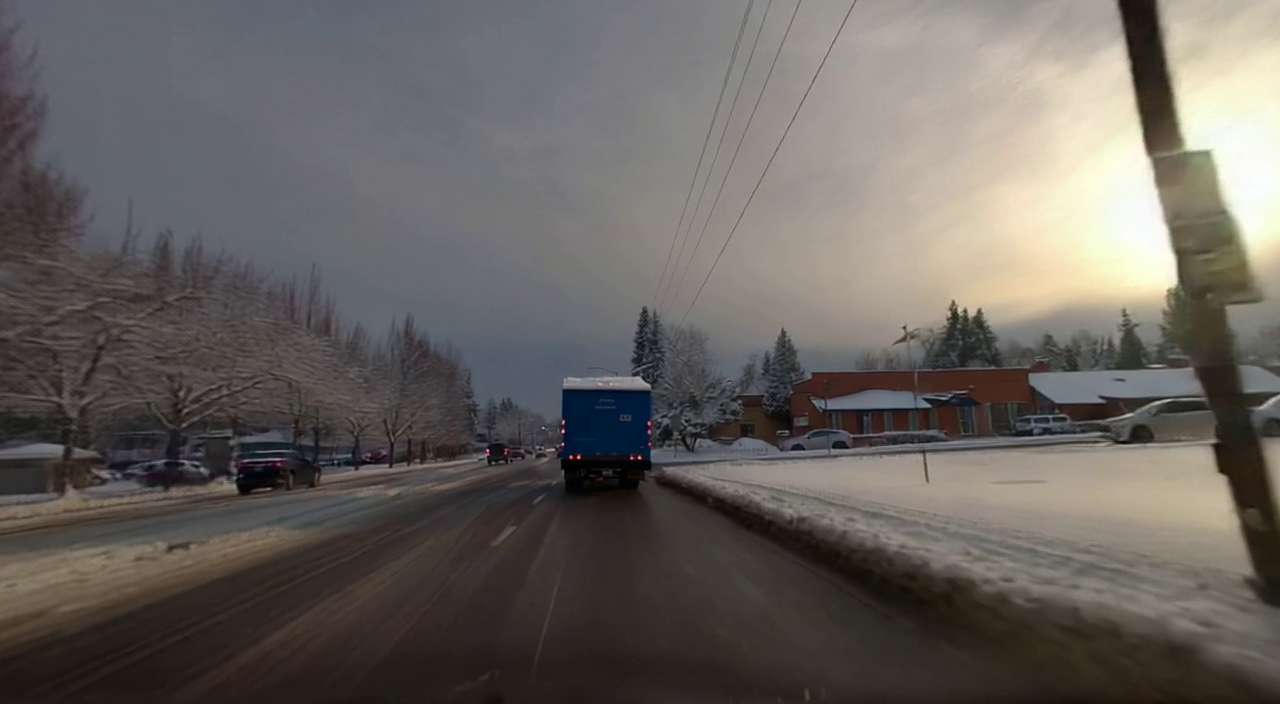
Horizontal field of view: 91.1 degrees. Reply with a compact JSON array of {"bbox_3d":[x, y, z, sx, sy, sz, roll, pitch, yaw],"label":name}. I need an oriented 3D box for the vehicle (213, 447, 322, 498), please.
[{"bbox_3d":[-13.576,4.357,23.240,1.958,1.672,4.283,1,-9,-9],"label":"vehicle"}]

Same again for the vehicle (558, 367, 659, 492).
[{"bbox_3d":[-1.296,2.915,22.794,2.905,3.644,8.807,1,-9,-5],"label":"vehicle"}]

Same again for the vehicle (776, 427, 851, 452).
[{"bbox_3d":[11.244,5.717,40.831,4.321,1.579,1.823,1,-8,-4],"label":"vehicle"}]

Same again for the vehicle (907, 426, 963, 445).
[{"bbox_3d":[23.235,6.585,49.502,3.537,1.393,1.581,1,-10,-6],"label":"vehicle"}]

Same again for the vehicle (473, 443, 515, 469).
[{"bbox_3d":[-10.260,7.357,44.537,2.095,1.759,4.433,0,-9,-3],"label":"vehicle"}]

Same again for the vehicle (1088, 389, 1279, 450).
[{"bbox_3d":[17.836,2.337,20.890,1.880,1.804,4.679,1,-9,-9],"label":"vehicle"}]

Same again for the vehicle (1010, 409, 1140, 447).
[{"bbox_3d":[24.790,4.371,35.881,5.850,2.049,2.317,0,-8,-6],"label":"vehicle"}]
